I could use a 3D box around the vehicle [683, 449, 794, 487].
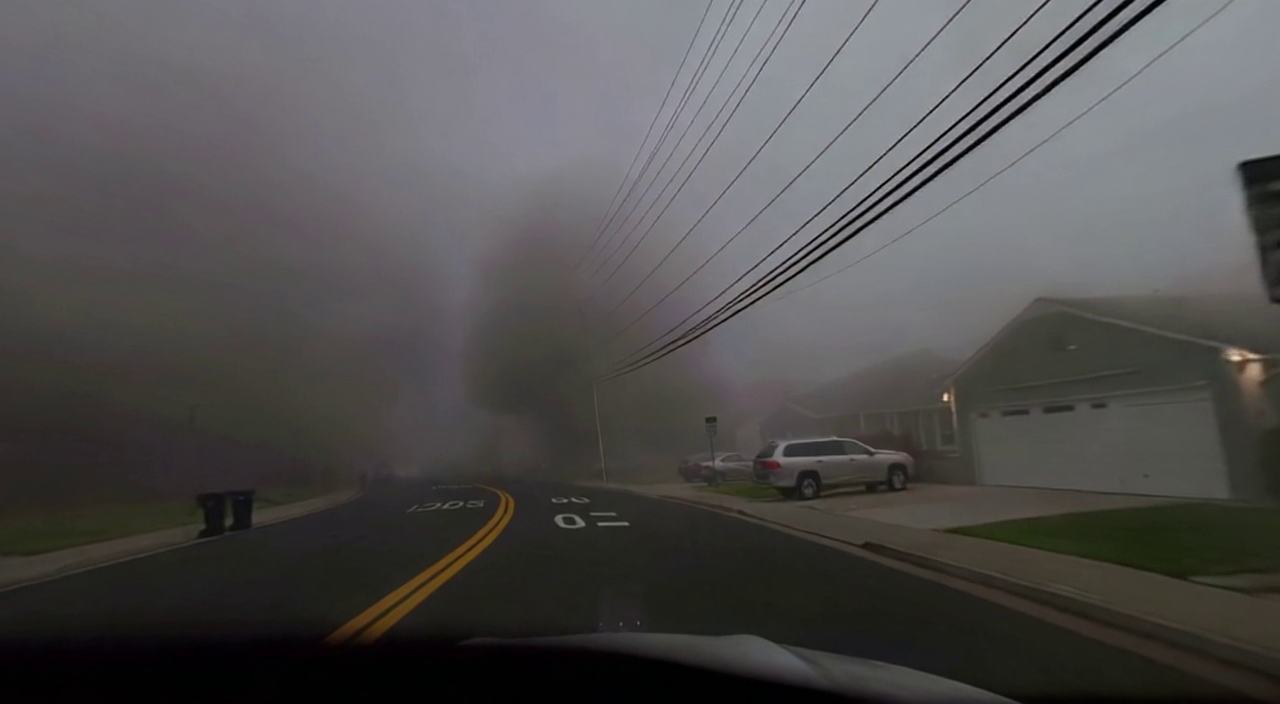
[{"bbox_3d":[4.265,5.027,27.645,4.382,1.531,1.925,2,-9,-14],"label":"vehicle"}]

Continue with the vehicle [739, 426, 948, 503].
[{"bbox_3d":[5.824,3.275,18.482,5.229,1.790,2.153,-2,-11,-10],"label":"vehicle"}]

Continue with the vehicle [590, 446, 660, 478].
[{"bbox_3d":[-1.053,7.500,43.281,4.337,1.768,1.962,-1,-8,-21],"label":"vehicle"}]
